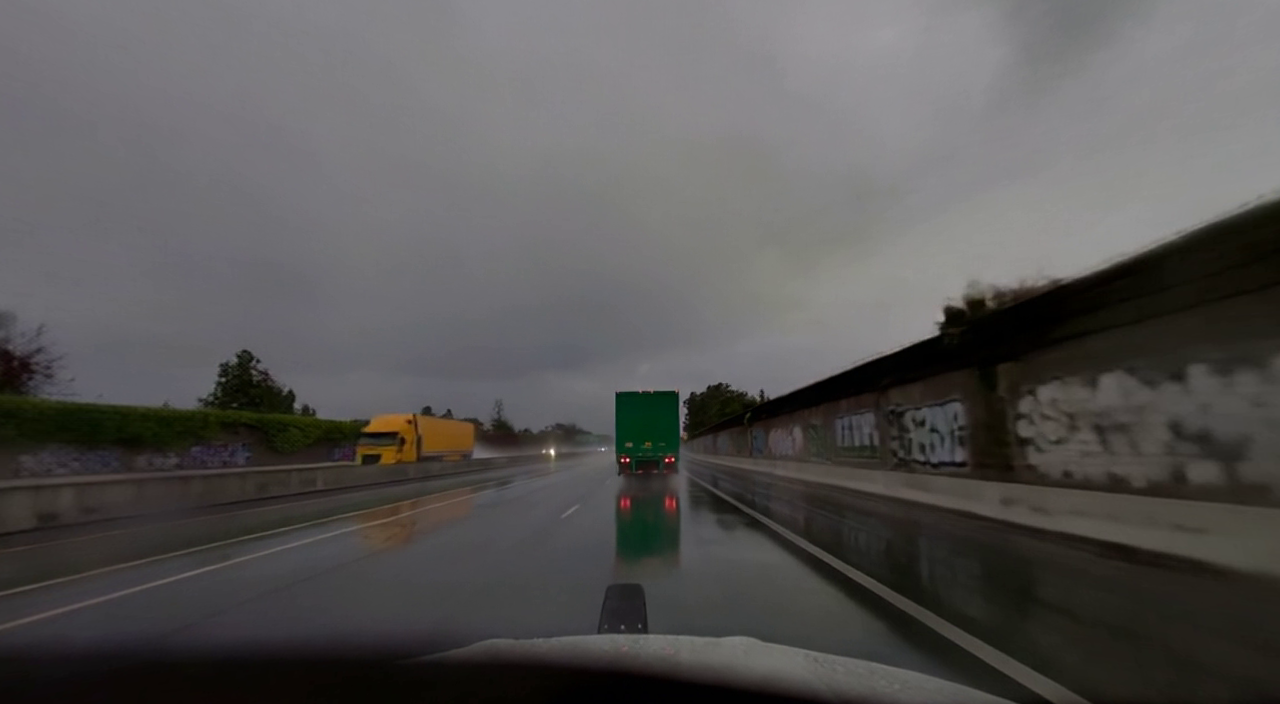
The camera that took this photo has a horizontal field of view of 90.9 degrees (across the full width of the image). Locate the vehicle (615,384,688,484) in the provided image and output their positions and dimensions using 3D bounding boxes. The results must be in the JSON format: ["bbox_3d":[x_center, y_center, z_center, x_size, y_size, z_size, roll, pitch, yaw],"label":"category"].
[{"bbox_3d":[0.344,4.053,30.261,2.900,3.955,10.151,0,-9,-1],"label":"vehicle"}]

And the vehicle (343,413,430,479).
[{"bbox_3d":[-16.331,6.123,41.089,2.980,3.948,5.804,0,-9,2],"label":"vehicle"}]
